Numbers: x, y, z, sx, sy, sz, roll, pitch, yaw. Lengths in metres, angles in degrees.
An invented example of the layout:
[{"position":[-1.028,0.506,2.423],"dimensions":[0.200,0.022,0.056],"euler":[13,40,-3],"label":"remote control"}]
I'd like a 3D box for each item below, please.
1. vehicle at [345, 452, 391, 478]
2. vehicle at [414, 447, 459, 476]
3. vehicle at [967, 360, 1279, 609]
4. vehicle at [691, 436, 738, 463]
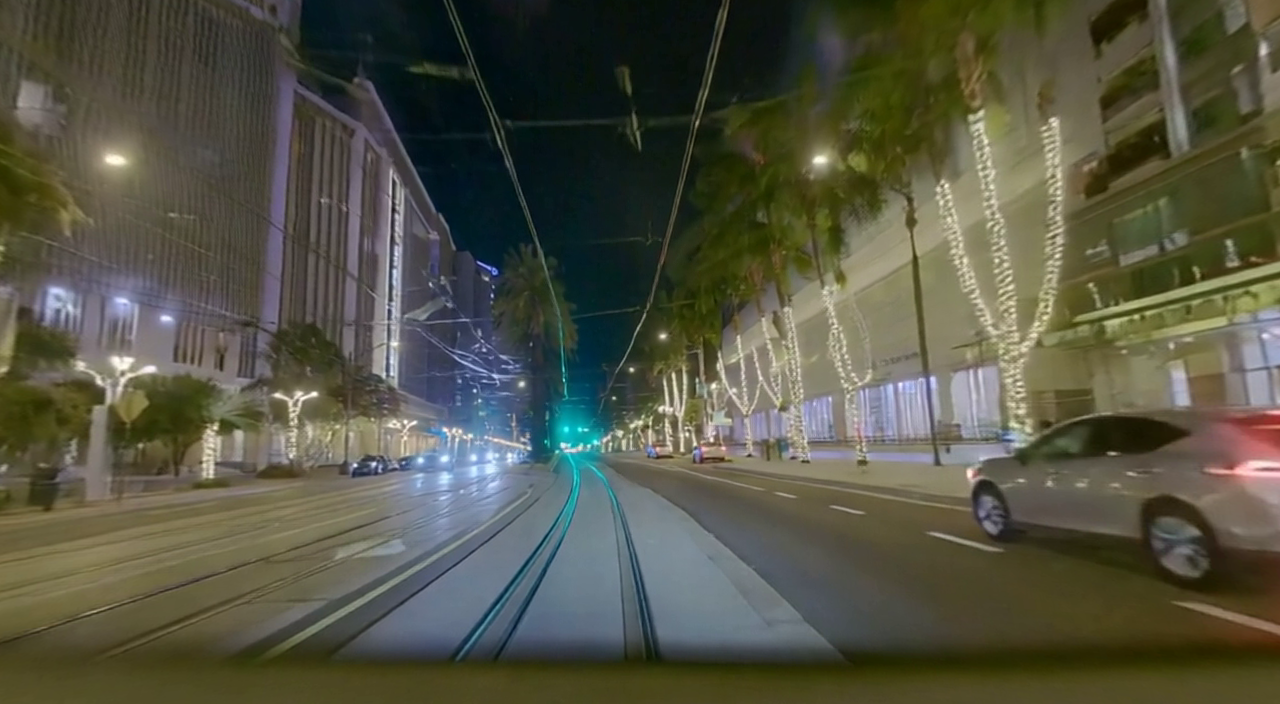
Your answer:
[{"position":[-21.047,8.712,48.911],"dimensions":[1.974,1.808,4.373],"euler":[0,-9,-6],"label":"vehicle"},{"position":[-14.271,7.689,44.433],"dimensions":[2.127,1.892,4.655],"euler":[0,-9,-6],"label":"vehicle"},{"position":[5.497,1.142,5.986],"dimensions":[2.114,1.691,5.075],"euler":[-1,-9,1],"label":"vehicle"},{"position":[5.033,6.707,43.282],"dimensions":[1.995,1.677,4.863],"euler":[0,-9,-8],"label":"vehicle"}]
